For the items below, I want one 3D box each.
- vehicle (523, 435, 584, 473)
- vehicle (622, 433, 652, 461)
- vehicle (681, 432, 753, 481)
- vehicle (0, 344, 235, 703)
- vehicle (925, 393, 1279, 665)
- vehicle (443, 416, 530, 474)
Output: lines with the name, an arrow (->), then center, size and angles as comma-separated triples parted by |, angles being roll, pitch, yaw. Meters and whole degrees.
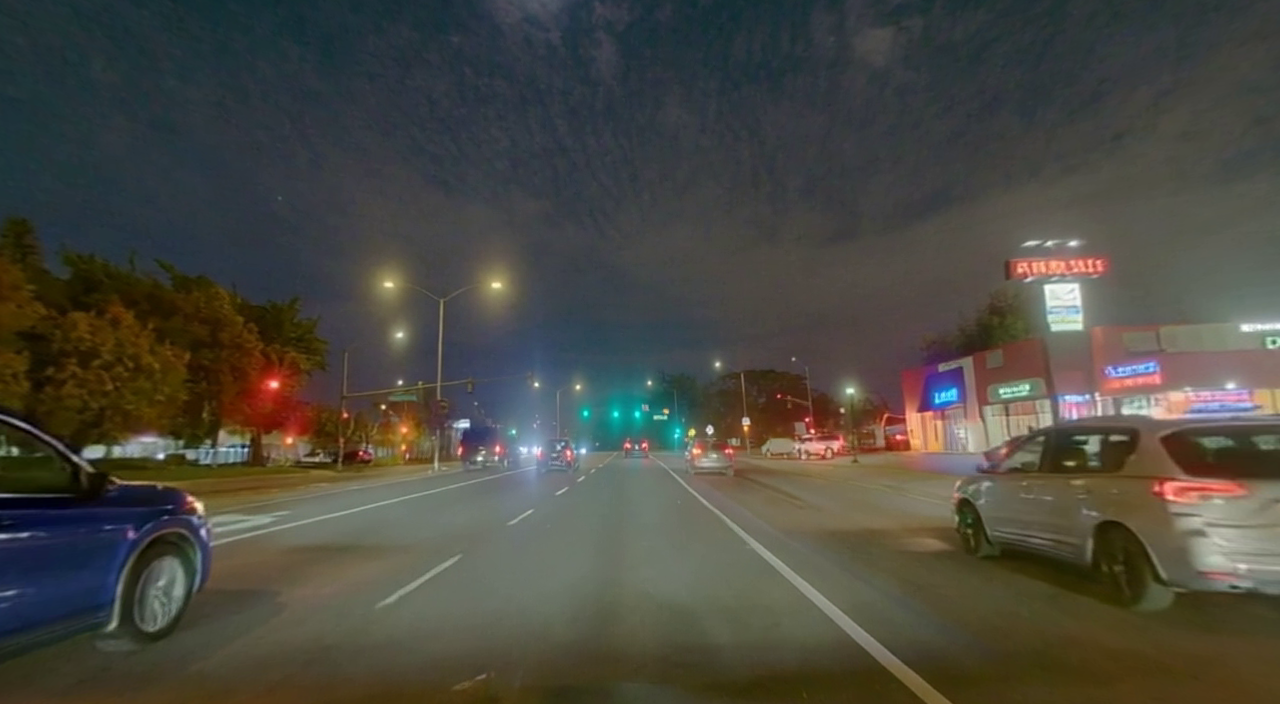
vehicle -> -4.033, 4.866, 30.184 | 2.133, 1.677, 4.727 | 0, -9, 1
vehicle -> -0.295, 7.516, 49.833 | 2.299, 2.104, 5.207 | 0, -9, -1
vehicle -> 3.030, 4.254, 25.902 | 2.167, 1.792, 4.835 | 1, -9, -2
vehicle -> -3.988, 0.762, 2.394 | 2.038, 1.748, 4.303 | 0, -9, -1
vehicle -> 4.801, 1.415, 6.088 | 2.080, 1.661, 4.324 | 0, -9, 1
vehicle -> -7.595, 4.738, 32.063 | 2.863, 2.592, 6.410 | 0, -9, -1
